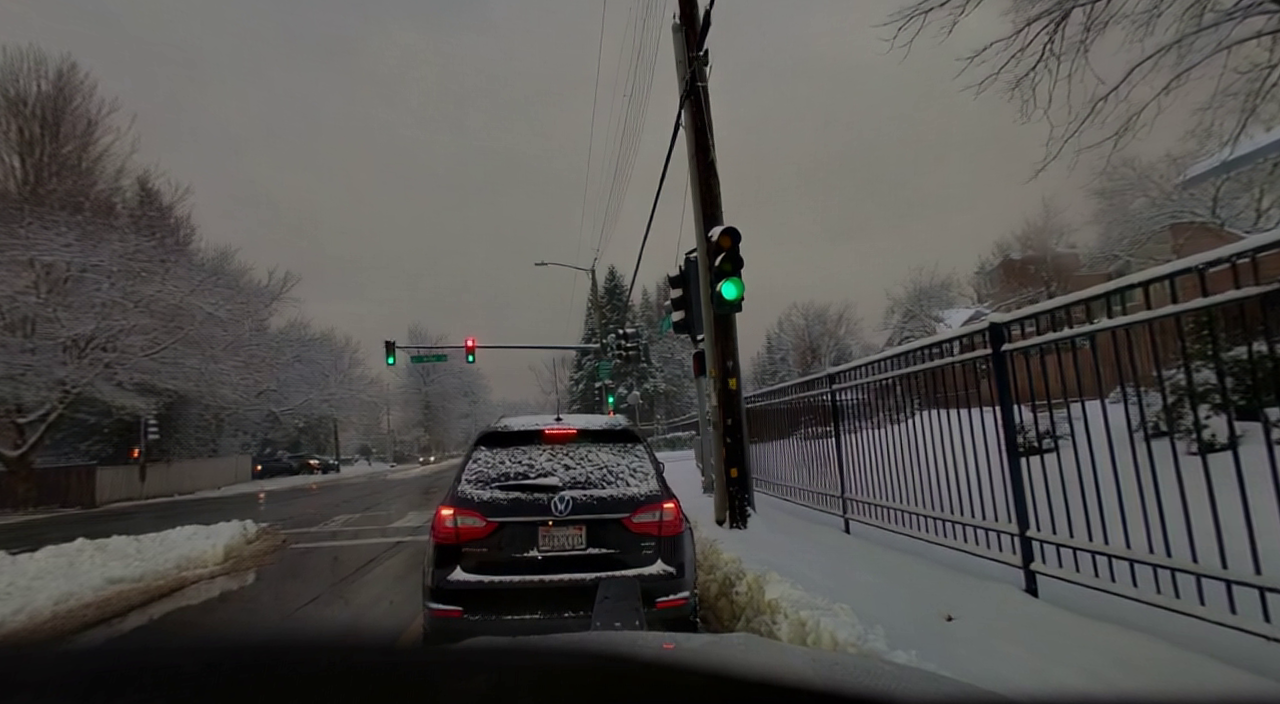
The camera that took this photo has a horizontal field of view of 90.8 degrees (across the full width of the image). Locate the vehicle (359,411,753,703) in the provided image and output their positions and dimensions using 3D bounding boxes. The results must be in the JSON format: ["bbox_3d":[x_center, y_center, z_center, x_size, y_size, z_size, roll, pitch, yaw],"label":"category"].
[{"bbox_3d":[-0.678,1.339,5.181,2.024,1.502,3.702,1,-8,-9],"label":"vehicle"}]
